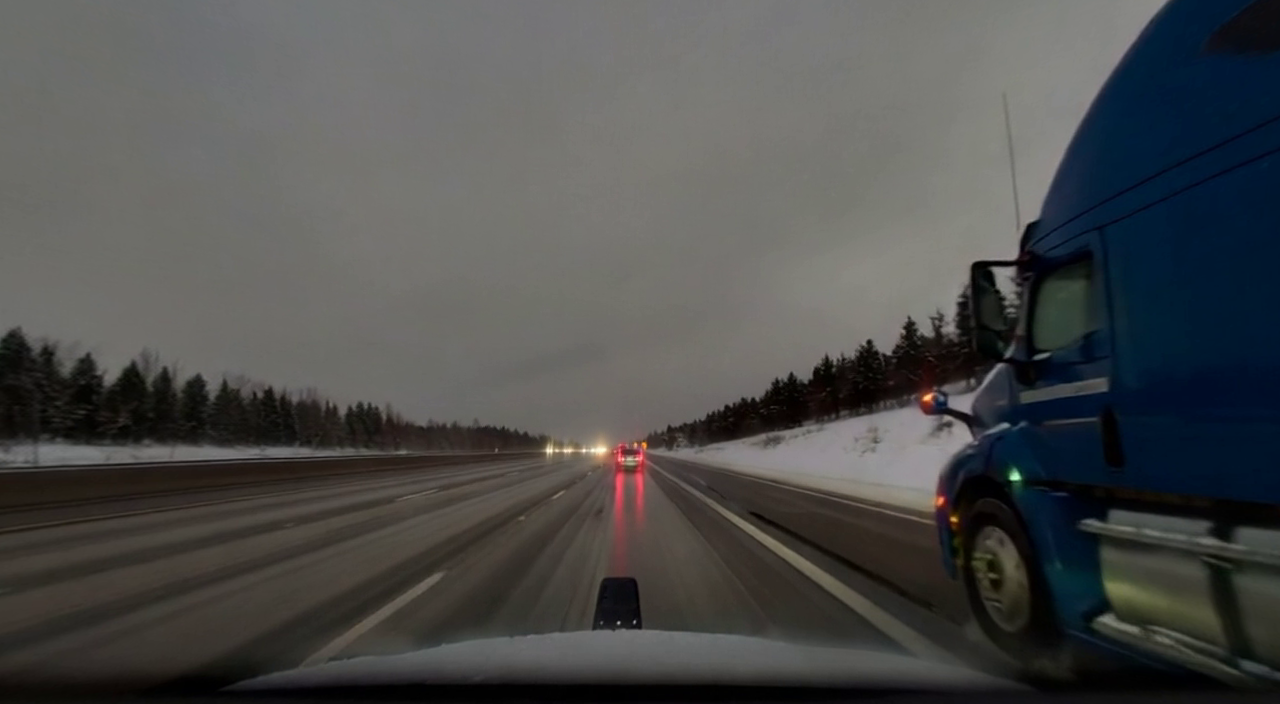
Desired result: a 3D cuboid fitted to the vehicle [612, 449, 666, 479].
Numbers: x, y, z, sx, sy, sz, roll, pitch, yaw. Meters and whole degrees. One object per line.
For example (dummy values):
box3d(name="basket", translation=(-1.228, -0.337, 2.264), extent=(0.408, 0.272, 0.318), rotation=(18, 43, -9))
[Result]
box3d(name="vehicle", translation=(-0.154, 5.500, 31.184), extent=(2.398, 1.336, 5.698), rotation=(0, -9, -2))
